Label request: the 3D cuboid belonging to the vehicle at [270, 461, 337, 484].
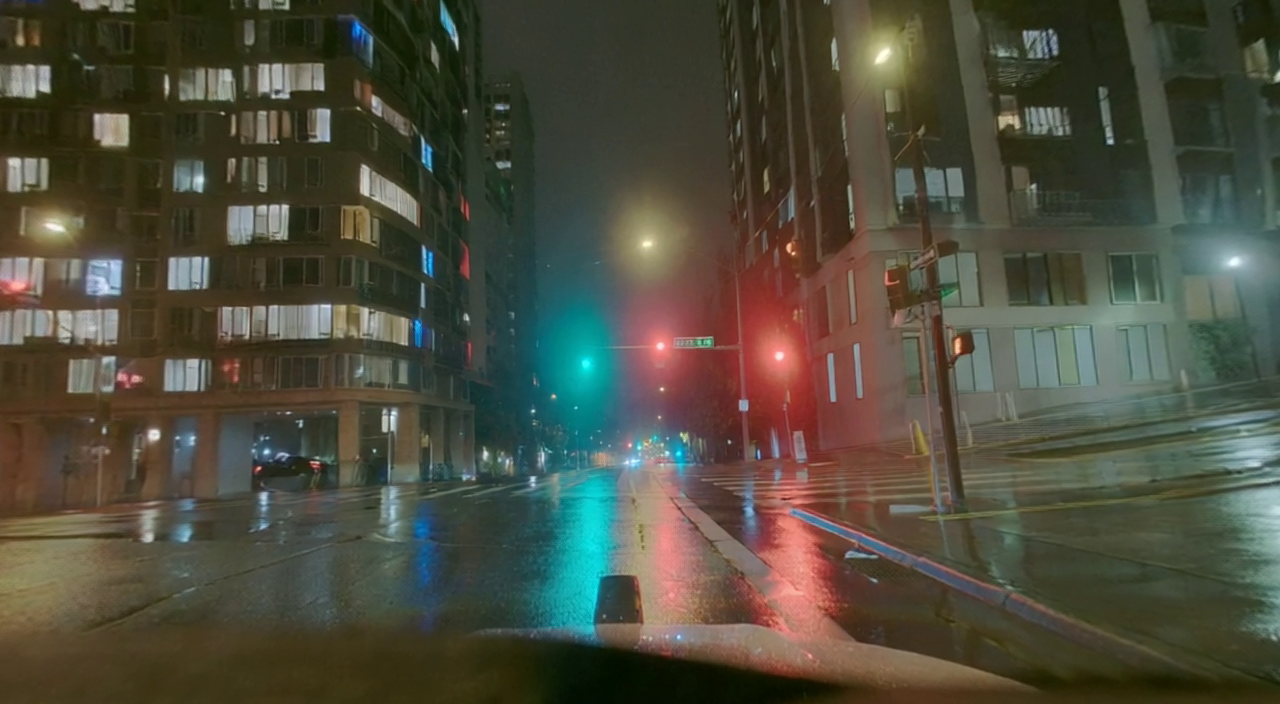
[{"bbox_3d":[-24.660,8.830,46.271,3.882,1.600,1.768,0,-9,1],"label":"vehicle"}]
